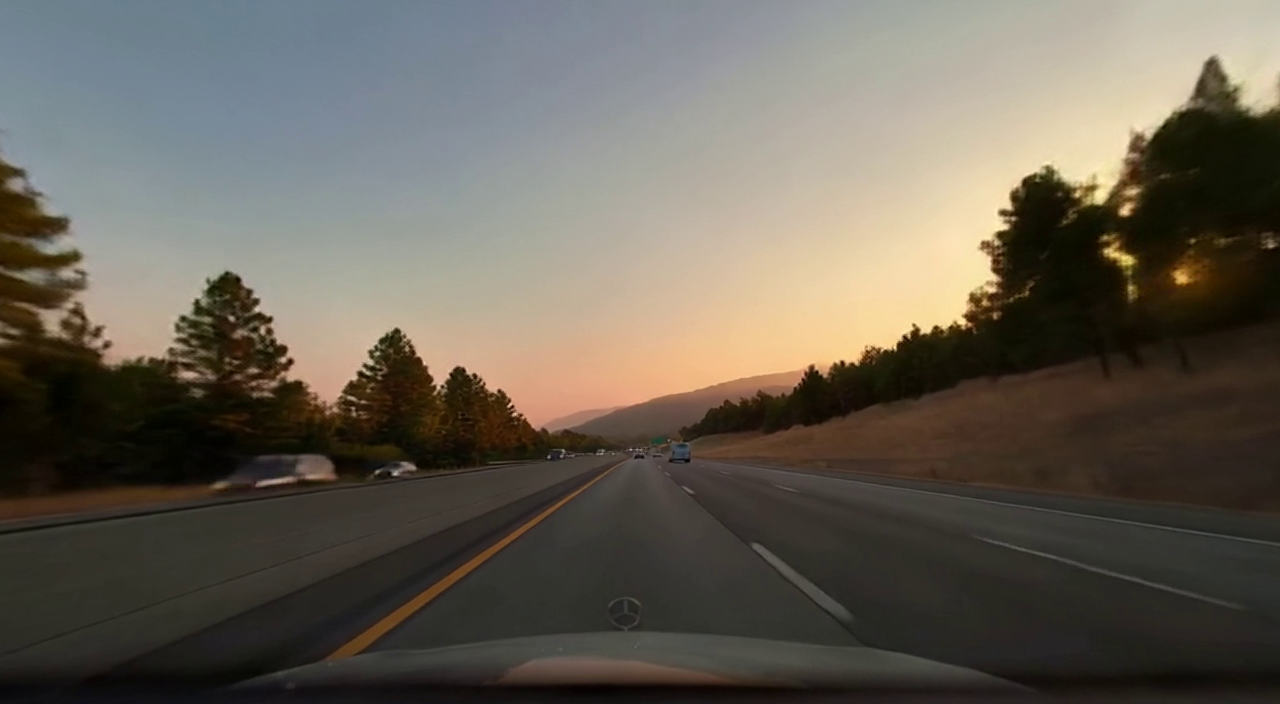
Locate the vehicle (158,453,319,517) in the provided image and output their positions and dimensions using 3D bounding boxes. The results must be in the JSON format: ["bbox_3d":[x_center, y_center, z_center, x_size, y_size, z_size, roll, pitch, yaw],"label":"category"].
[{"bbox_3d":[-11.736,3.867,18.894,1.958,1.633,4.349,0,-9,0],"label":"vehicle"}]
